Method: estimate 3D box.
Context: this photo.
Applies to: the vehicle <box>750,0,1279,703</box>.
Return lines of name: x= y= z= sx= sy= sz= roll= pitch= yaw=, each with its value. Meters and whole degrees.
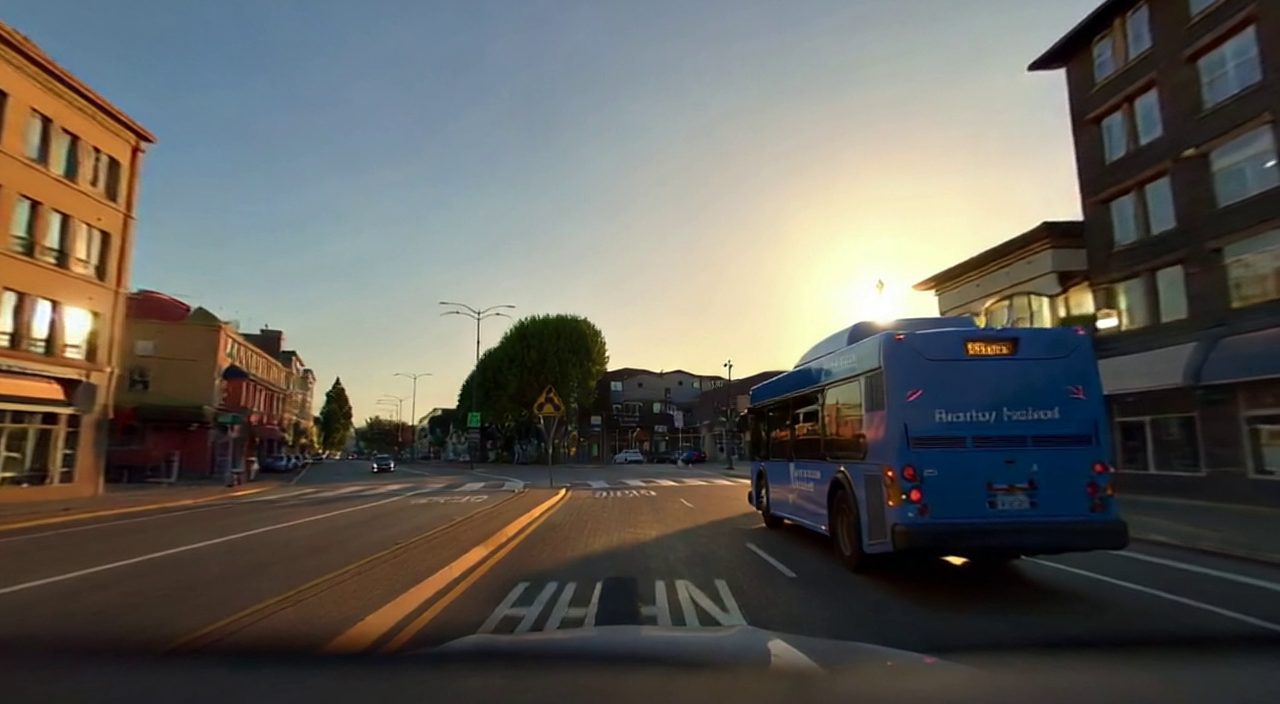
vehicle: x=3.479 y=0.204 z=3.051 sx=3.194 sy=3.345 sz=12.428 roll=0 pitch=-9 yaw=-2

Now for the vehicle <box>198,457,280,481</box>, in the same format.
vehicle: x=-27.537 y=7.995 z=43.431 sx=4.384 sy=1.500 sz=1.864 roll=7 pitch=-11 yaw=-40
